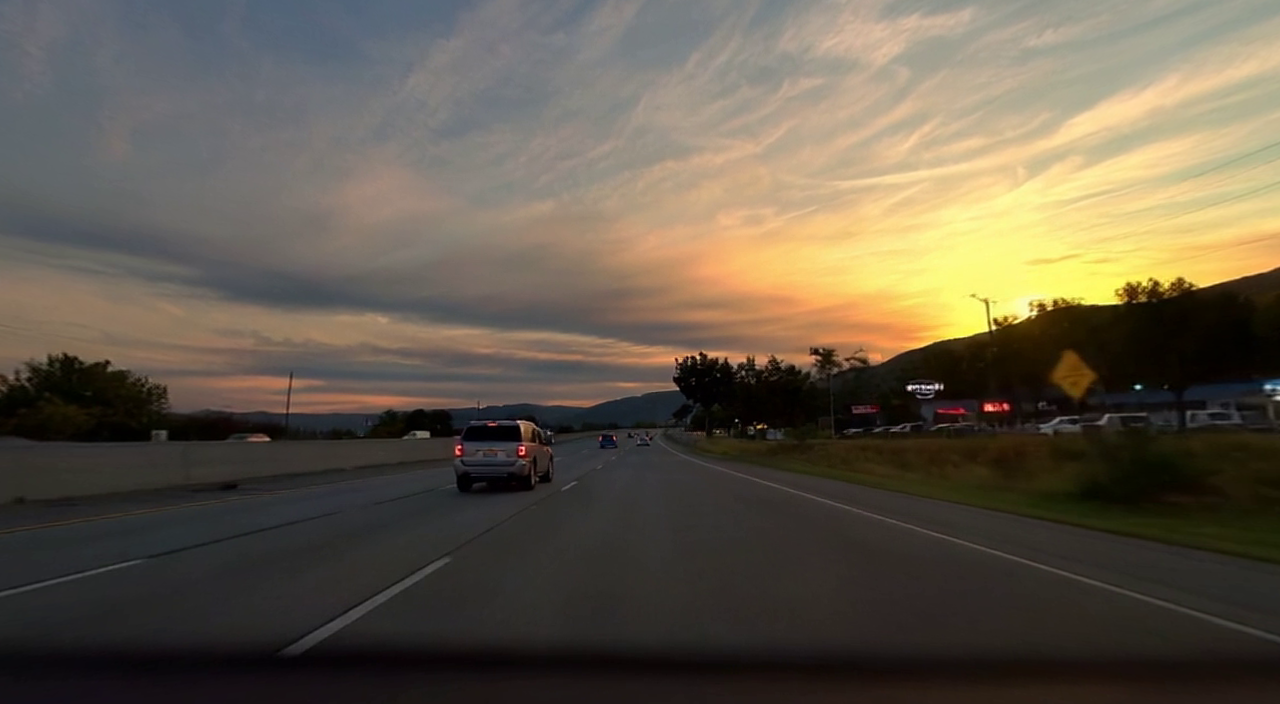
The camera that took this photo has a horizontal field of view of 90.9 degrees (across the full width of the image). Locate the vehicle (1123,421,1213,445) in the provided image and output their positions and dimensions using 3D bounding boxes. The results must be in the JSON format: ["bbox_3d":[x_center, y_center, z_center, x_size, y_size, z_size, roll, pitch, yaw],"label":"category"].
[{"bbox_3d":[33.797,5.205,40.445,4.157,1.498,1.870,1,-8,-4],"label":"vehicle"}]

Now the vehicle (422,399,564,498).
[{"bbox_3d":[-3.640,2.575,17.046,2.352,2.209,5.802,0,-8,1],"label":"vehicle"}]
